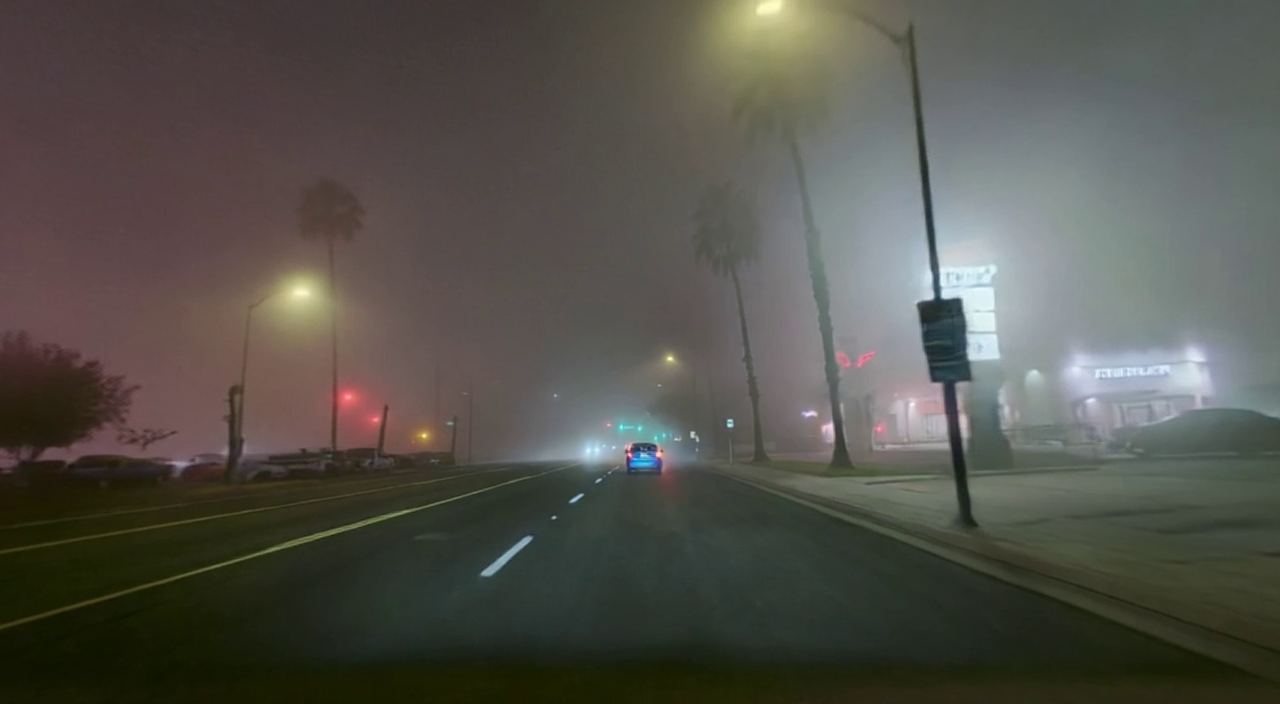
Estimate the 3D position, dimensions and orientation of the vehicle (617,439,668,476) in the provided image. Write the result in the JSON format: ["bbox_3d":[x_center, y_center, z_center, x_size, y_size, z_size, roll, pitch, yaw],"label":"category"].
[{"bbox_3d":[0.080,4.694,28.181,2.144,1.514,4.063,0,-9,-1],"label":"vehicle"}]

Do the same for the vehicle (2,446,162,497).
[{"bbox_3d":[-22.855,4.874,25.858,4.672,1.665,1.957,-3,-7,-2],"label":"vehicle"}]

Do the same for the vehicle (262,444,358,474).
[{"bbox_3d":[-21.358,6.927,40.816,4.979,1.893,2.084,0,-9,-2],"label":"vehicle"}]

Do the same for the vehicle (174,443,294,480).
[{"bbox_3d":[-22.114,5.967,34.369,4.961,1.894,2.256,0,-9,0],"label":"vehicle"}]
